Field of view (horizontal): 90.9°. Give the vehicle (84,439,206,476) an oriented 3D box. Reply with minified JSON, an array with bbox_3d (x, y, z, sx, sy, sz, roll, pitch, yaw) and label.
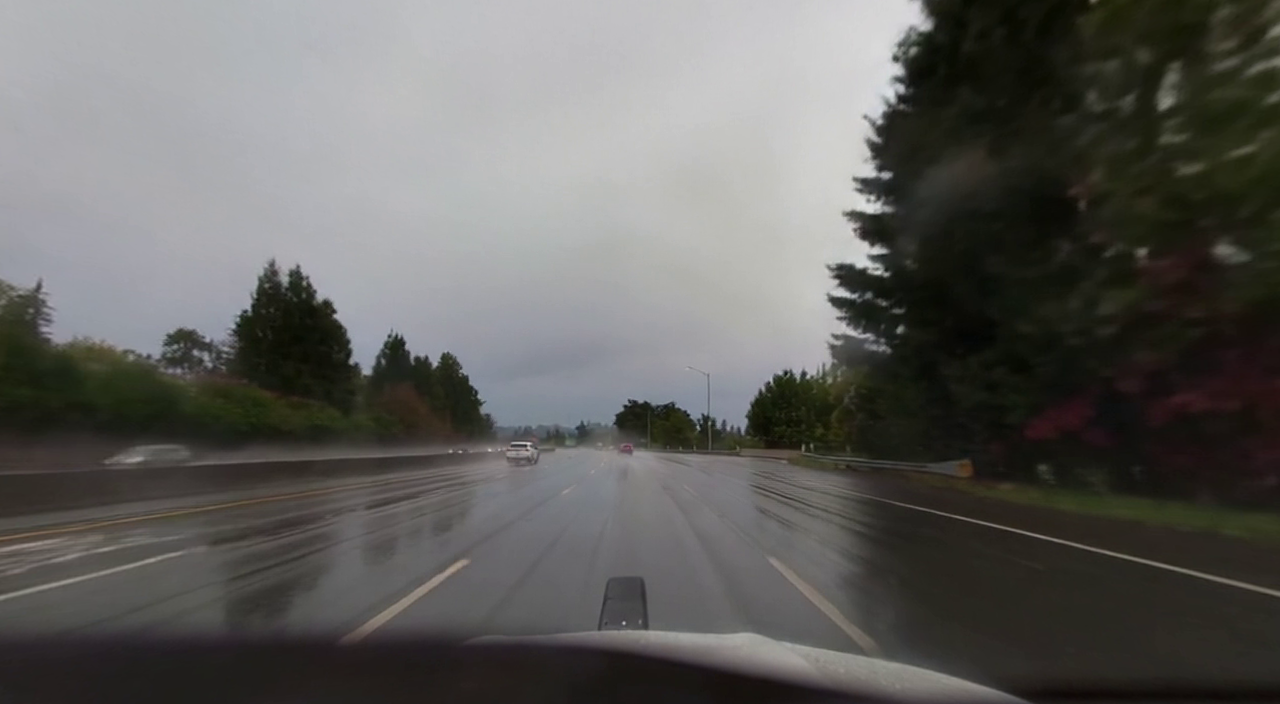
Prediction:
[{"bbox_3d":[-25.668,5.470,33.026,2.103,1.780,5.422,0,-8,-2],"label":"vehicle"}]

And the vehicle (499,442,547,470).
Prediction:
[{"bbox_3d":[-7.648,6.815,41.709,2.179,1.710,5.160,0,-8,0],"label":"vehicle"}]
